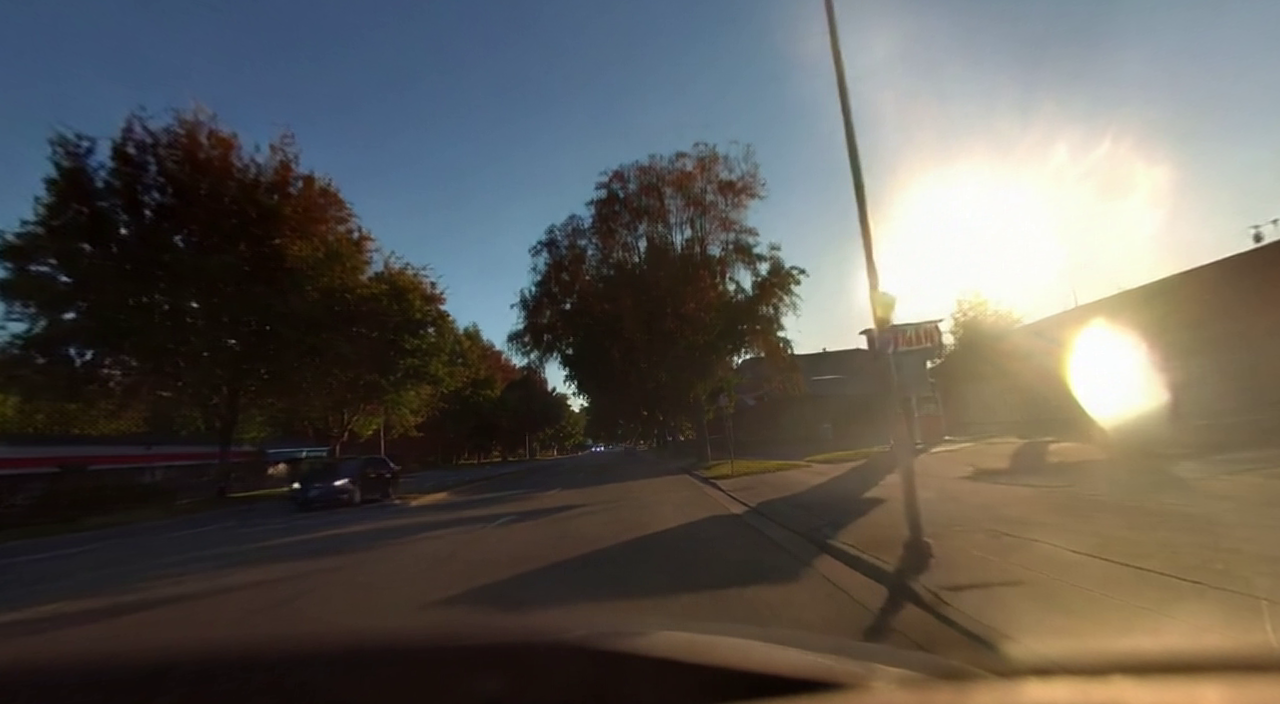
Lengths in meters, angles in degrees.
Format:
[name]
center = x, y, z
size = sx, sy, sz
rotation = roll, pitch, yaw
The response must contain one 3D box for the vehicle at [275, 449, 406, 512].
[vehicle]
center = -9.170, 3.921, 19.839
size = 2.050, 1.721, 4.369
rotation = 0, -8, -1
